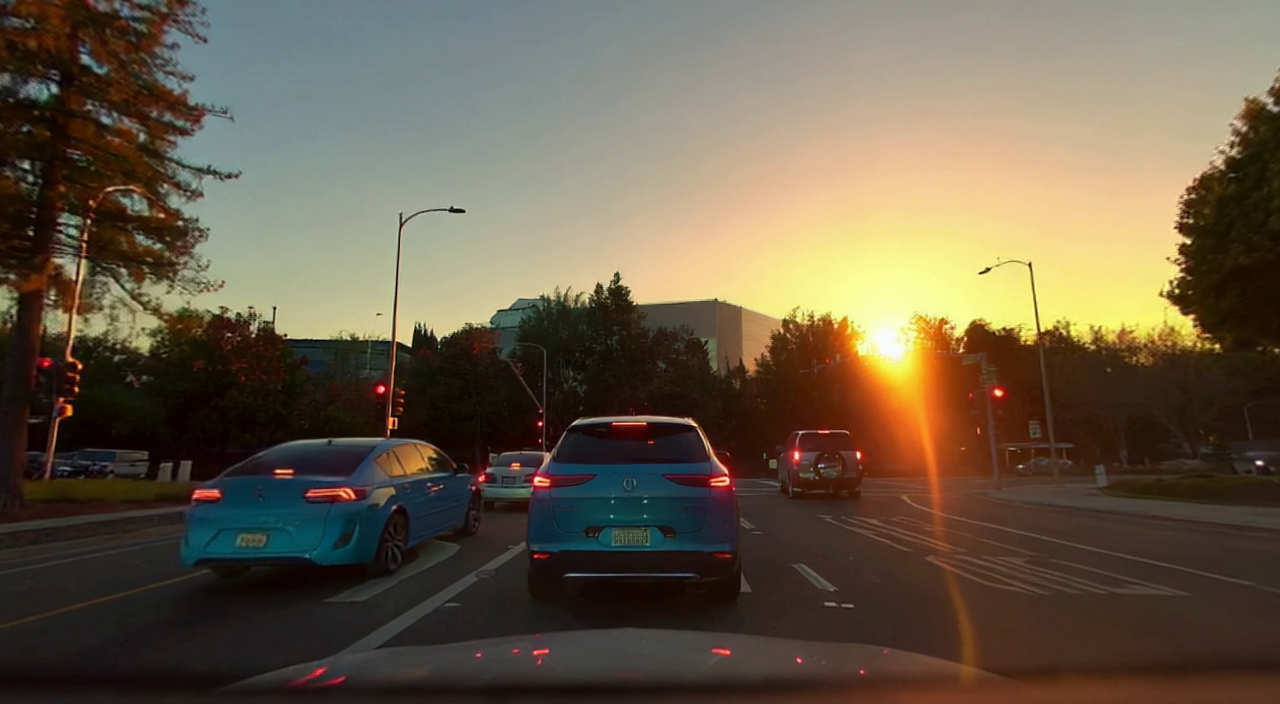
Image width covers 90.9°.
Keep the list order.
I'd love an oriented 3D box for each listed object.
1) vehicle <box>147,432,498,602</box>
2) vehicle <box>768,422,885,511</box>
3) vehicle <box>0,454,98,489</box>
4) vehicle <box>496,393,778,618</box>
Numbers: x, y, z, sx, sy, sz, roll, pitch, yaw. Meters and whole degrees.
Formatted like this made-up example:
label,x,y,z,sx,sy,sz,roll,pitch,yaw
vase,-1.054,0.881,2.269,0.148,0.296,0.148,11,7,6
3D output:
label,x,y,z,sx,sy,sz,roll,pitch,yaw
vehicle,-3.277,1.766,7.755,1.913,1.453,4.413,0,-8,2
vehicle,4.808,2.997,16.922,2.084,2.053,4.073,-1,-8,3
vehicle,-27.104,5.273,27.922,4.198,1.444,1.765,2,-9,-15
vehicle,-0.032,1.524,7.173,2.203,1.757,4.286,0,-8,0
